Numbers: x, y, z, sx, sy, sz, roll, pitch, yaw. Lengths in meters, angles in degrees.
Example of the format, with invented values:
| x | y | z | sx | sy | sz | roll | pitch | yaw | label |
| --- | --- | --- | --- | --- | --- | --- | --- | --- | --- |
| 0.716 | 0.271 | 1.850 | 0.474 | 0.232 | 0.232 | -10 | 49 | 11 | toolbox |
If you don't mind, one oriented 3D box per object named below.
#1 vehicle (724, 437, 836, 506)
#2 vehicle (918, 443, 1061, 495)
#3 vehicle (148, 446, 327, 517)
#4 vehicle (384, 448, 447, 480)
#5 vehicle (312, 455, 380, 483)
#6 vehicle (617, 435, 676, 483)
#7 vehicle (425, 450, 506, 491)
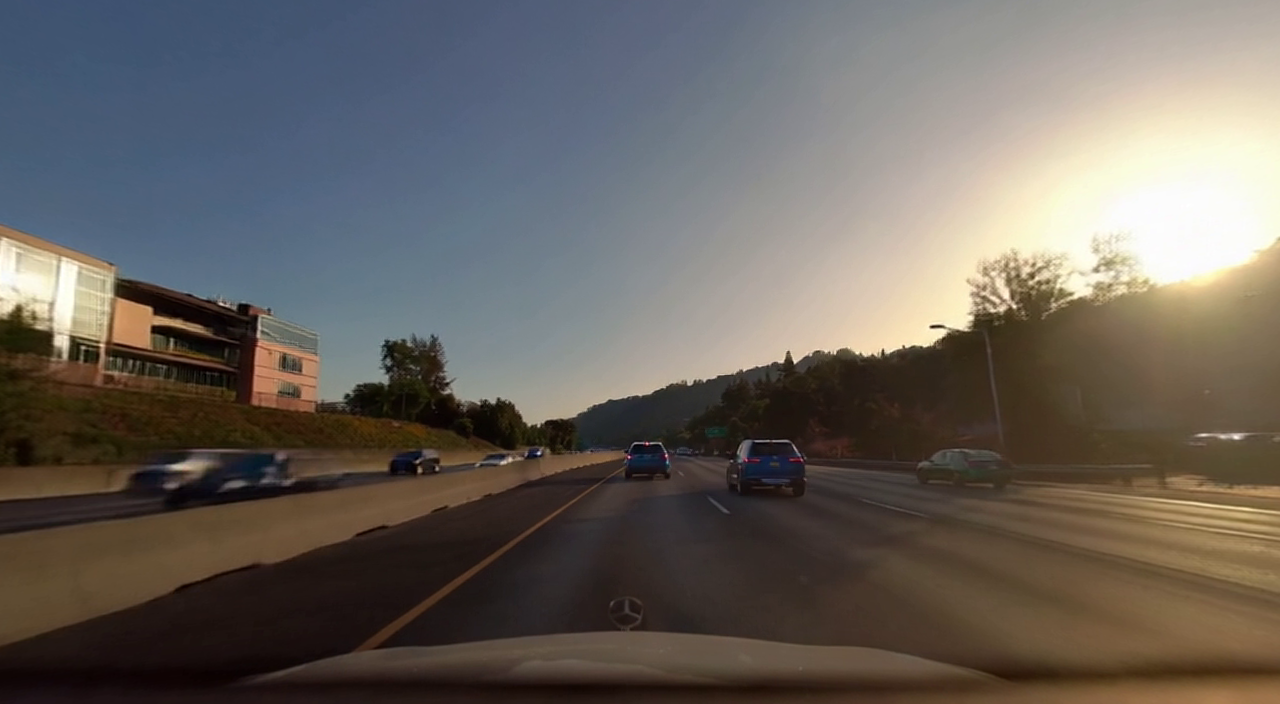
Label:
| x | y | z | sx | sy | sz | roll | pitch | yaw | label |
| --- | --- | --- | --- | --- | --- | --- | --- | --- | --- |
| 3.566 | 3.114 | 16.927 | 2.042 | 1.592 | 4.047 | 0 | -8 | 0 | vehicle |
| 10.991 | 3.681 | 20.321 | 2.027 | 1.446 | 4.470 | 0 | -8 | 0 | vehicle |
| -10.934 | 3.501 | 17.648 | 2.012 | 1.685 | 4.411 | 0 | -8 | 1 | vehicle |
| -13.961 | 6.952 | 39.567 | 2.092 | 1.805 | 4.904 | 0 | -8 | 1 | vehicle |
| -17.757 | 7.056 | 38.340 | 1.918 | 1.456 | 4.459 | 0 | -8 | 1 | vehicle |
| 0.286 | 4.527 | 27.002 | 2.290 | 1.862 | 4.454 | 0 | -8 | 1 | vehicle |
| -7.194 | 4.915 | 26.535 | 2.037 | 1.483 | 4.507 | 0 | -8 | 1 | vehicle |
